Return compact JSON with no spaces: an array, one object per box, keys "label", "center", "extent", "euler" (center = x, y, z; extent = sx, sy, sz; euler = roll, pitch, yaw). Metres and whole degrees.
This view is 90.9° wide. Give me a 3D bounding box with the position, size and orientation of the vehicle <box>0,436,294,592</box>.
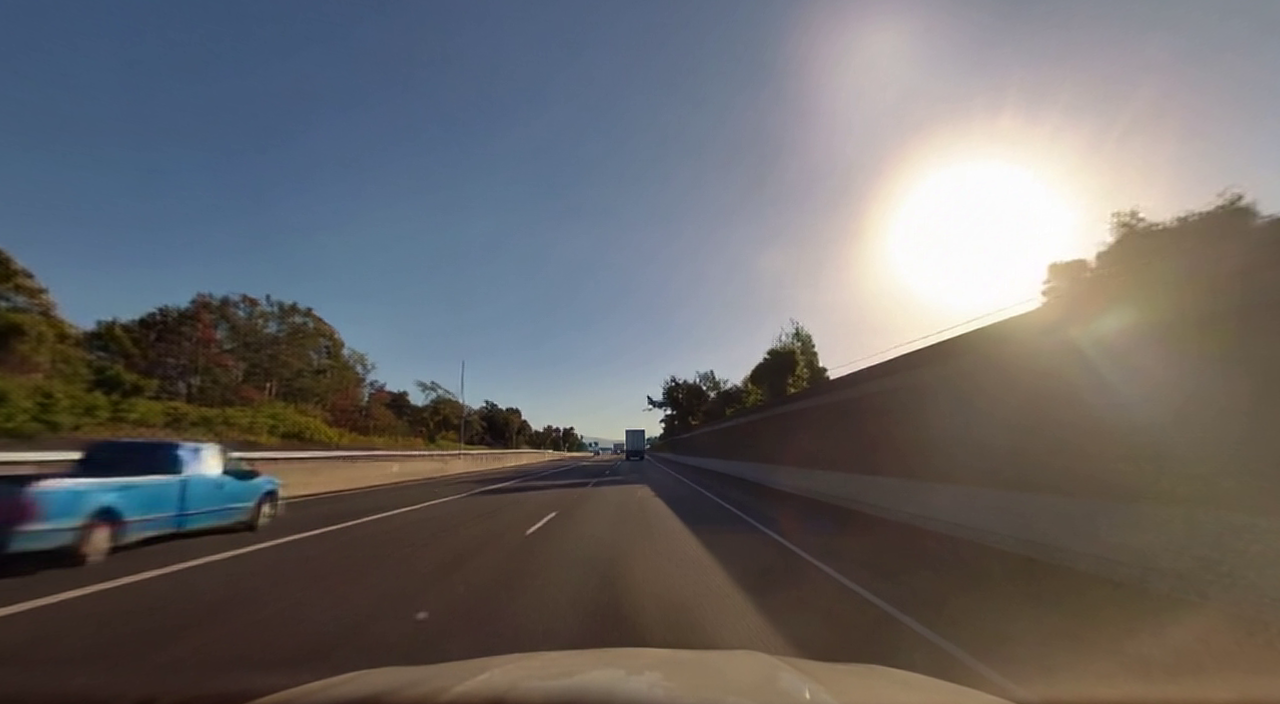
[{"label":"vehicle","center":[-7.088,1.927,8.434],"extent":[2.017,1.468,5.031],"euler":[0,-9,0]}]
